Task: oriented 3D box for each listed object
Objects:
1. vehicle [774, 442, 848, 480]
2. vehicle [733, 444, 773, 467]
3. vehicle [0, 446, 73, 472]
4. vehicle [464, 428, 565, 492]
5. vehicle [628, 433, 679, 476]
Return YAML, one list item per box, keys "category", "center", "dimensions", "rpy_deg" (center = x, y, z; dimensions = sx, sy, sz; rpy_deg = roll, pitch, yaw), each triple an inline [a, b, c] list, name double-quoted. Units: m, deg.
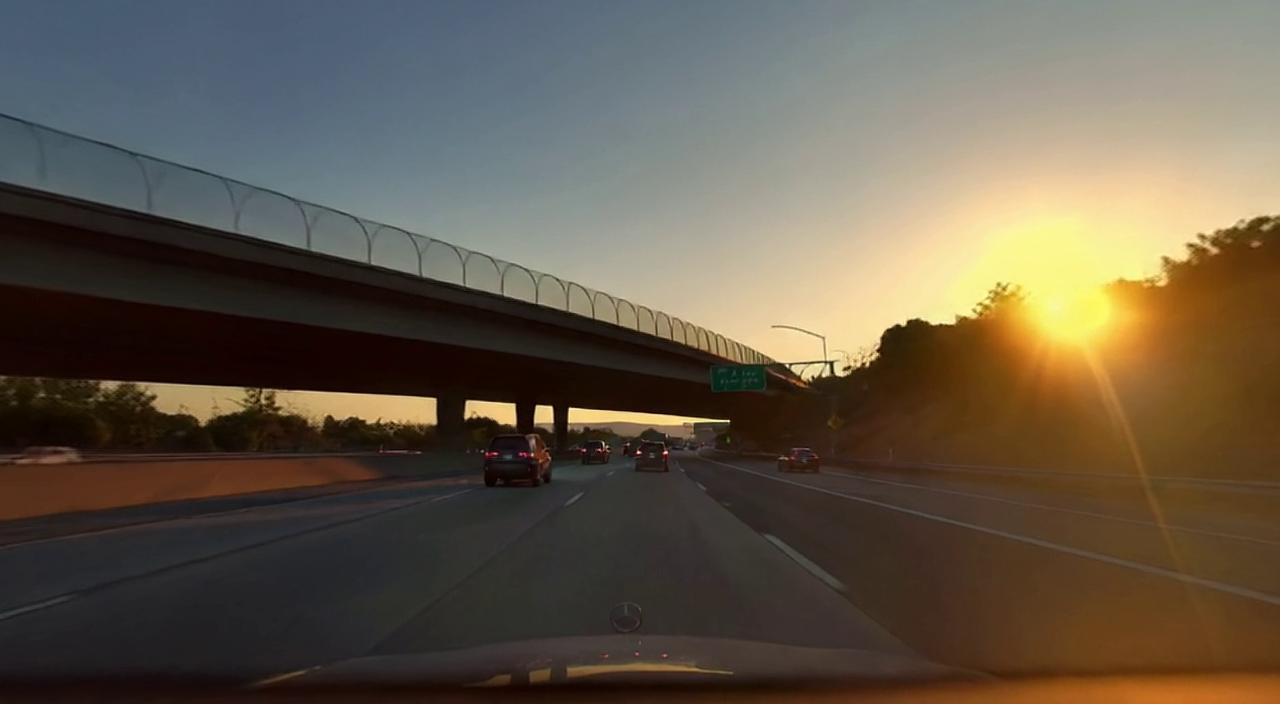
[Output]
- category: "vehicle"
  center: [7.261, 4.675, 27.181]
  dimensions: [1.936, 1.480, 4.373]
  rpy_deg: [0, -9, 0]
- category: "vehicle"
  center: [7.884, 7.251, 44.257]
  dimensions: [2.005, 1.456, 4.287]
  rpy_deg: [0, -9, 0]
- category: "vehicle"
  center: [-38.365, 6.575, 38.889]
  dimensions: [1.897, 1.528, 4.789]
  rpy_deg: [-1, -9, 5]
- category: "vehicle"
  center: [-3.762, 3.347, 19.723]
  dimensions: [2.142, 1.759, 4.297]
  rpy_deg: [0, -9, 2]
- category: "vehicle"
  center: [0.667, 4.914, 30.390]
  dimensions: [2.270, 1.862, 4.949]
  rpy_deg: [0, -9, 1]
